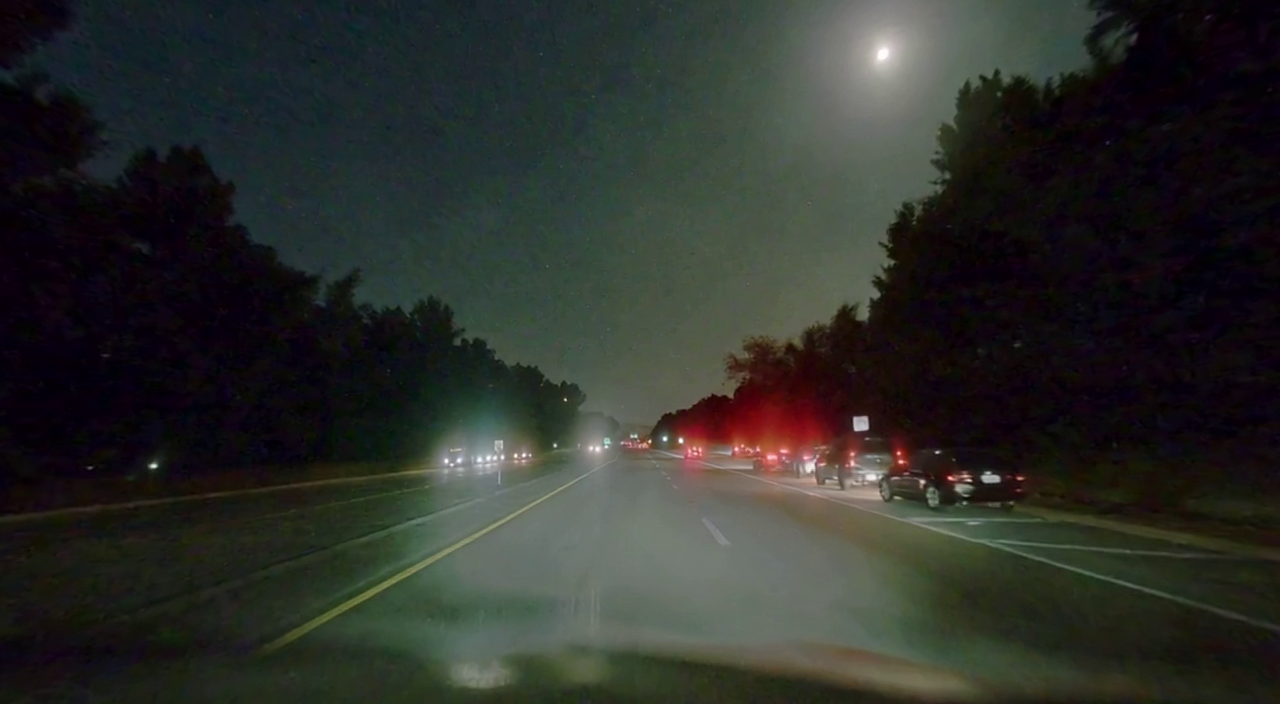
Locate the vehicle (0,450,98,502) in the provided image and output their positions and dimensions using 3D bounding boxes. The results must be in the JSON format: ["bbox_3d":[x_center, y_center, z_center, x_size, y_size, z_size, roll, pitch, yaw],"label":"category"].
[{"bbox_3d":[-25.584,5.130,25.914,4.699,1.866,2.179,-3,-8,-2],"label":"vehicle"}]

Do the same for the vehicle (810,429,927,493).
[{"bbox_3d":[7.343,3.545,20.898,1.998,1.873,4.659,0,-8,-1],"label":"vehicle"}]

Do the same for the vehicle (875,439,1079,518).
[{"bbox_3d":[7.334,2.778,14.460,1.975,1.479,4.632,0,-8,-2],"label":"vehicle"}]

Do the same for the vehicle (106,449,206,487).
[{"bbox_3d":[-27.720,6.614,36.476,2.180,1.915,5.140,1,-8,-7],"label":"vehicle"}]
